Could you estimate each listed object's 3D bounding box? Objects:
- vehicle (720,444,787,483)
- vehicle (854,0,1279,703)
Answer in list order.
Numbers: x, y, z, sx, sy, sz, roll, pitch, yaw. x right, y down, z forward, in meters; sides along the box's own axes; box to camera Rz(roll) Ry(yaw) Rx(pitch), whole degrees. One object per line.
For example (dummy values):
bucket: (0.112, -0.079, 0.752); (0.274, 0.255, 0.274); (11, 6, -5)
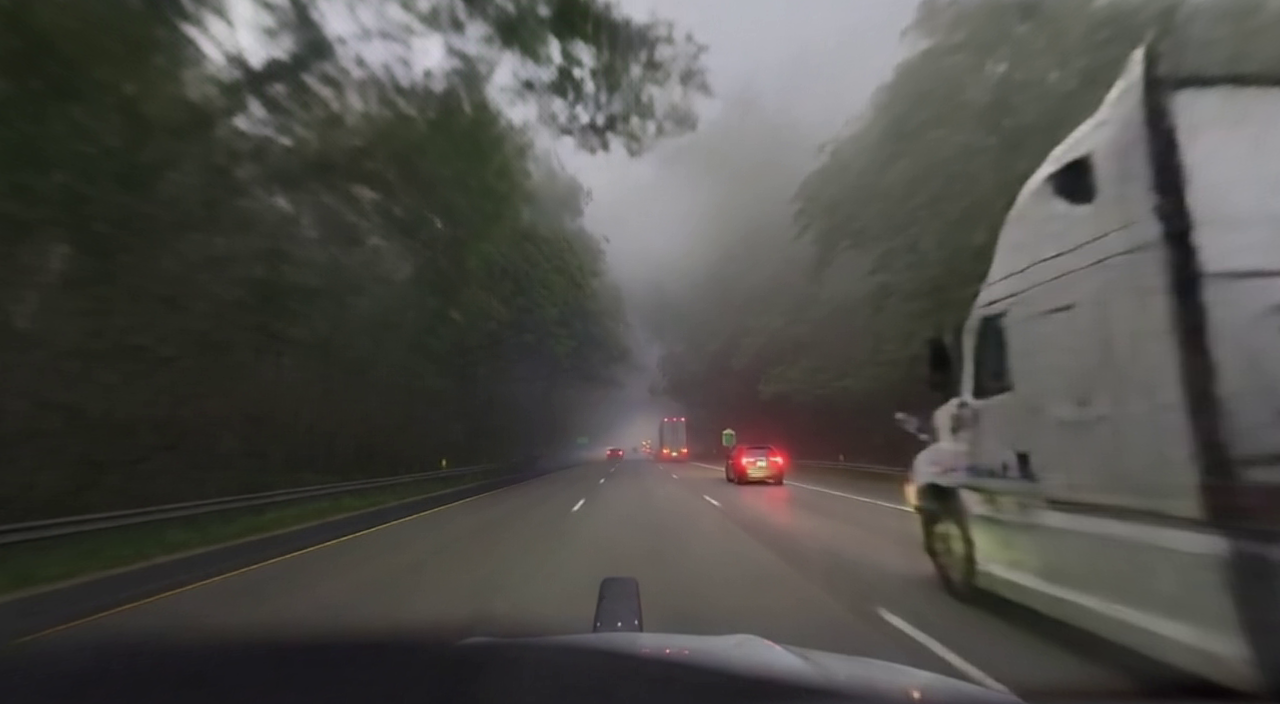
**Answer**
vehicle: (4.564, 4.544, 25.828); (1.910, 1.474, 3.776); (0, -9, -2)
vehicle: (3.942, -0.108, 3.607); (3.059, 3.910, 6.030); (0, -9, -1)
